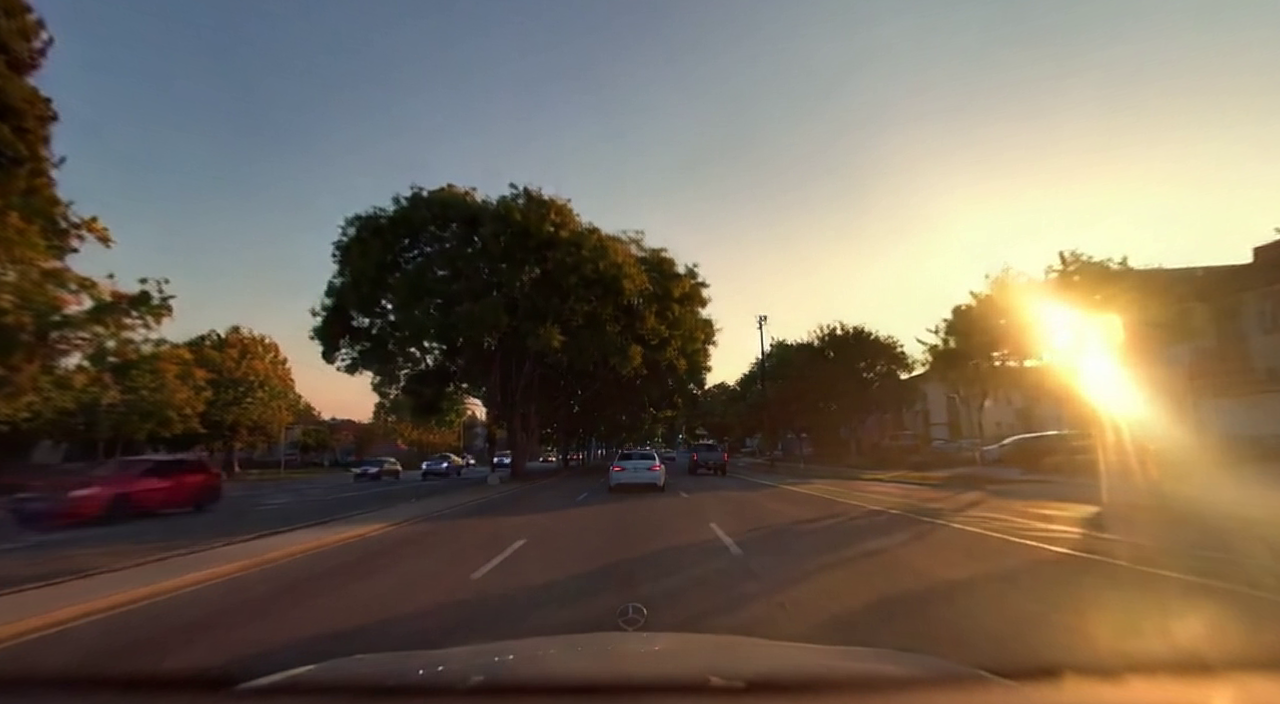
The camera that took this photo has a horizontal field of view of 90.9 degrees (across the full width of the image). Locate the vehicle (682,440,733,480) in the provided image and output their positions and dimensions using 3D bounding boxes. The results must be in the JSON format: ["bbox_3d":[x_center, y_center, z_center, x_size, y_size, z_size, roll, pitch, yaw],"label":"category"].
[{"bbox_3d":[3.327,5.387,31.779,2.073,1.822,4.276,0,-8,0],"label":"vehicle"}]

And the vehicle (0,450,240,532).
[{"bbox_3d":[-11.553,2.999,14.261,1.917,1.488,4.611,-1,-8,1],"label":"vehicle"}]

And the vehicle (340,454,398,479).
[{"bbox_3d":[-18.192,7.687,42.570,1.928,1.491,4.316,-1,-8,1],"label":"vehicle"}]

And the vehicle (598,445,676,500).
[{"bbox_3d":[-0.085,3.627,19.379,2.140,1.474,4.026,0,-8,0],"label":"vehicle"}]
